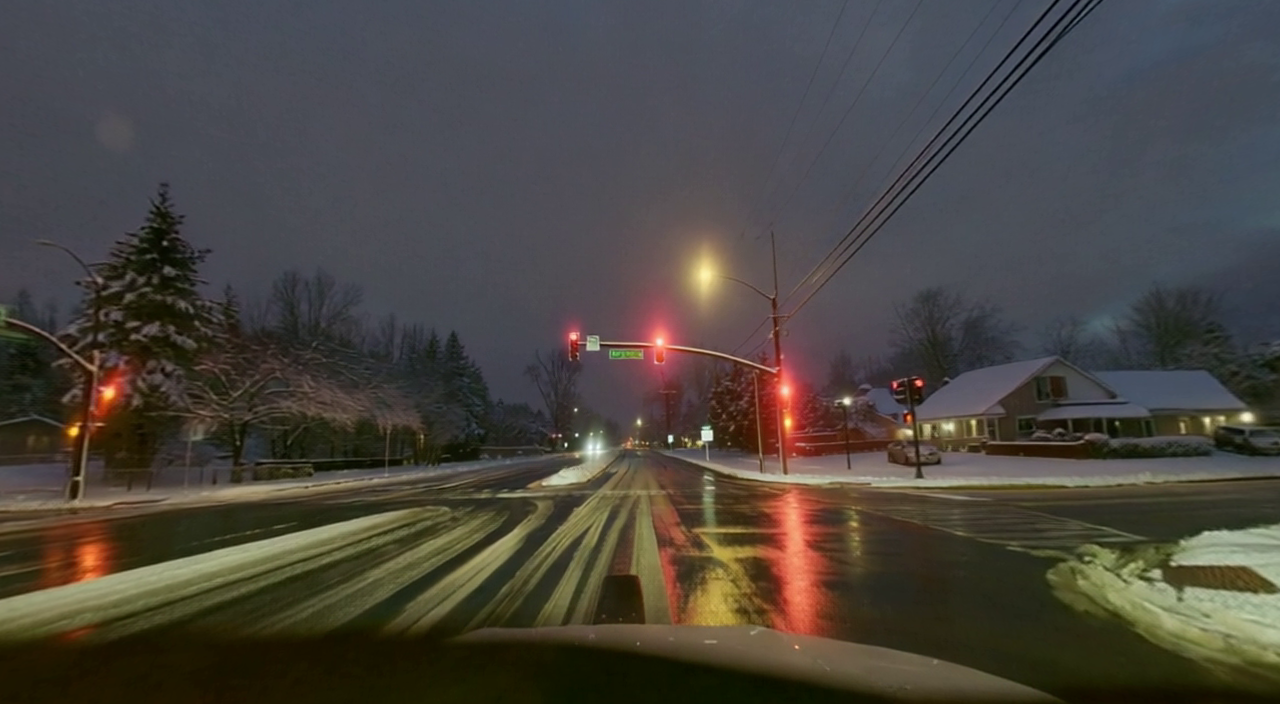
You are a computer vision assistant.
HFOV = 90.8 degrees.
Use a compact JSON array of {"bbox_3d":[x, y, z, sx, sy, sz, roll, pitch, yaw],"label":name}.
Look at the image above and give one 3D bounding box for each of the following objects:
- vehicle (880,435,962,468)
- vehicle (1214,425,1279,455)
[{"bbox_3d":[14.960,5.338,33.950,1.959,1.471,4.570,-4,-9,-5],"label":"vehicle"},{"bbox_3d":[34.098,4.812,34.322,1.832,1.521,4.266,0,-9,1],"label":"vehicle"}]
